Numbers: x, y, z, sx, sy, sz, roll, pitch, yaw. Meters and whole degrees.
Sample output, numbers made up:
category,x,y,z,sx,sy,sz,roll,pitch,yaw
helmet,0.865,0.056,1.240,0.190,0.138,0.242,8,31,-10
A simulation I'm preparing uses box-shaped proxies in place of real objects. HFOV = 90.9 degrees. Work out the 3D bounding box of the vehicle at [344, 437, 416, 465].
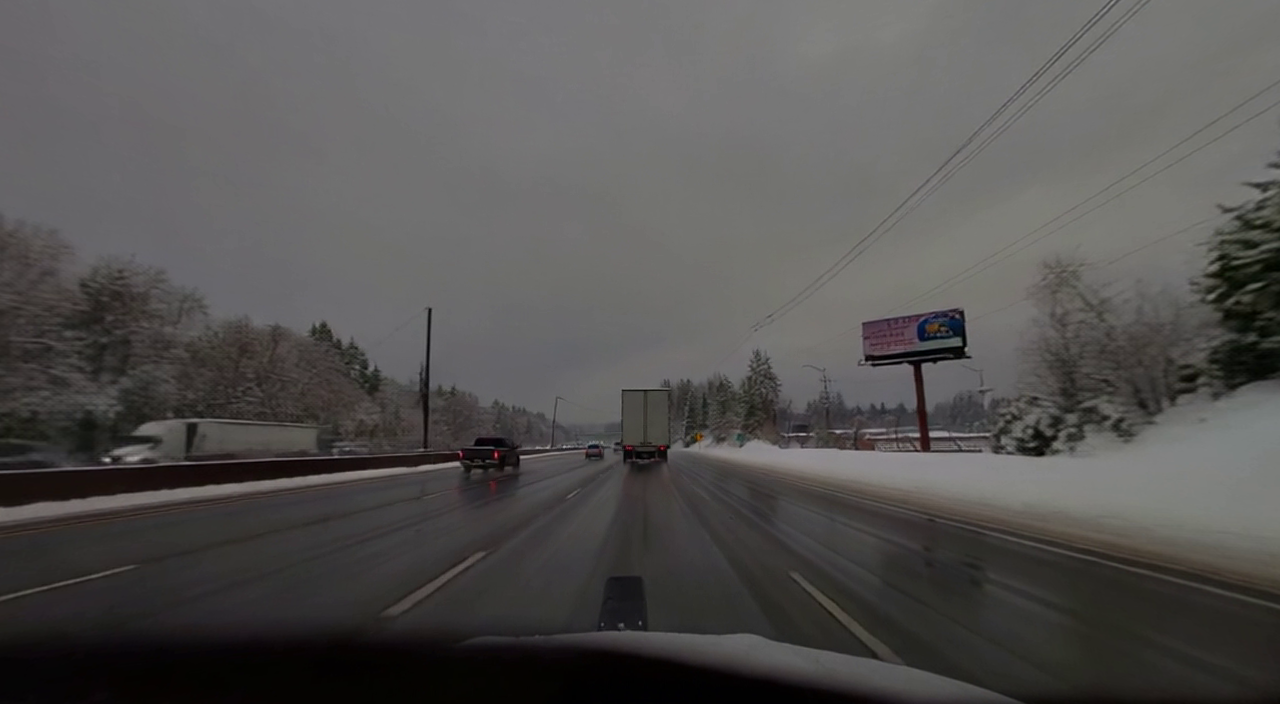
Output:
category,x,y,z,sx,sy,sz,roll,pitch,yaw
vehicle,-17.778,6.785,43.542,2.331,1.778,6.072,0,-8,1

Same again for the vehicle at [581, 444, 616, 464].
category,x,y,z,sx,sy,sz,roll,pitch,yaw
vehicle,-3.082,7.713,47.949,2.138,1.469,4.677,-1,-8,3

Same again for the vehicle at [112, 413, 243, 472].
category,x,y,z,sx,sy,sz,roll,pitch,yaw
vehicle,-32.612,6.472,45.029,3.037,3.770,7.991,0,-8,1

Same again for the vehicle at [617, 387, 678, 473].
category,x,y,z,sx,sy,sz,roll,pitch,yaw
vehicle,0.567,4.521,35.638,2.879,4.027,11.243,-1,-8,2

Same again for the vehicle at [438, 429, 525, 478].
category,x,y,z,sx,sy,sz,roll,pitch,yaw
vehicle,-6.920,4.531,28.327,2.263,1.936,5.802,0,-8,2

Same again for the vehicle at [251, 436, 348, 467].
category,x,y,z,sx,sy,sz,roll,pitch,yaw
vehicle,-21.908,6.436,40.989,2.849,1.831,6.164,0,-8,1
